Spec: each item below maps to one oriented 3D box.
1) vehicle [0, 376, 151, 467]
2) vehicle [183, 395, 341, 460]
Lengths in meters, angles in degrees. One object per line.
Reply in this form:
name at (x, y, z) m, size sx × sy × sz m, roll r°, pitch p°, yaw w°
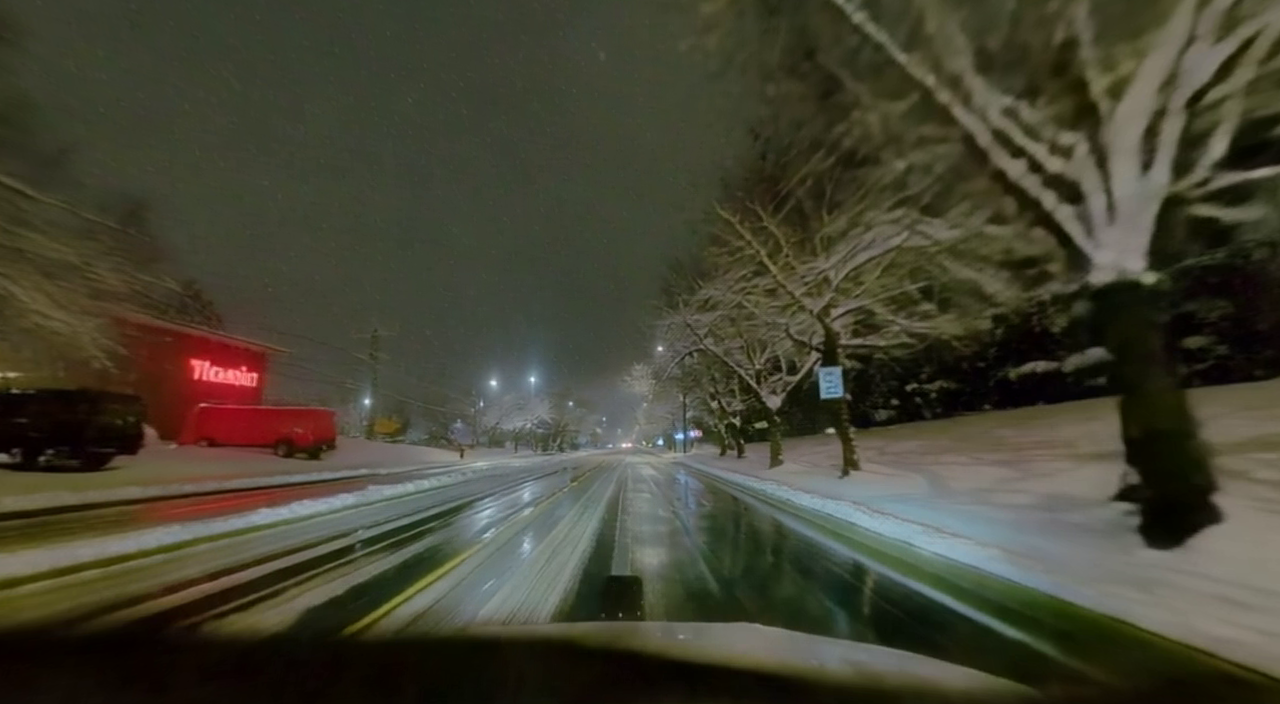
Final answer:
vehicle at (-19.544, 2.160, 19.267) m, size 6.919 × 2.613 × 2.356 m, roll 1°, pitch -9°, yaw -4°
vehicle at (-19.777, 4.025, 33.369) m, size 6.595 × 3.267 × 2.535 m, roll 0°, pitch -9°, yaw 0°
